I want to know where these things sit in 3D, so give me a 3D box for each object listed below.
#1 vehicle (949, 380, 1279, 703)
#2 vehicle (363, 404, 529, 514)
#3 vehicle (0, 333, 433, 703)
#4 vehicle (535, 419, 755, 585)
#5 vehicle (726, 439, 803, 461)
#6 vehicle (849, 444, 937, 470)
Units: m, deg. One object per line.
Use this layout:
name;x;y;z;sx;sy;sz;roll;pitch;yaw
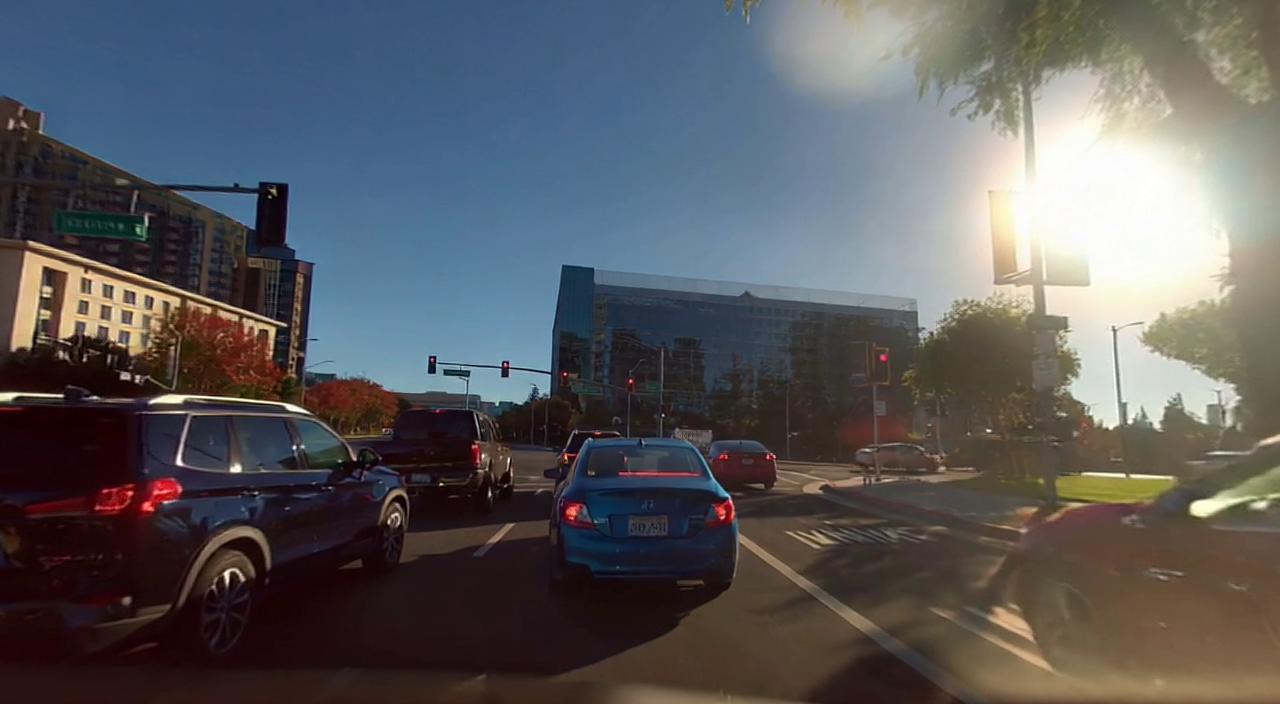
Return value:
vehicle;3.290;0.840;2.029;2.100;1.524;4.746;0;-8;-1
vehicle;-4.028;2.359;14.366;2.305;1.984;5.586;0;-8;-3
vehicle;-3.204;1.096;4.820;1.924;1.737;4.387;0;-8;-3
vehicle;-0.079;1.691;8.035;2.001;1.483;4.442;0;-8;-3
vehicle;8.706;6.857;44.320;4.971;1.482;1.900;2;-9;-14
vehicle;15.394;6.382;38.521;4.609;1.513;1.861;1;-9;-8
